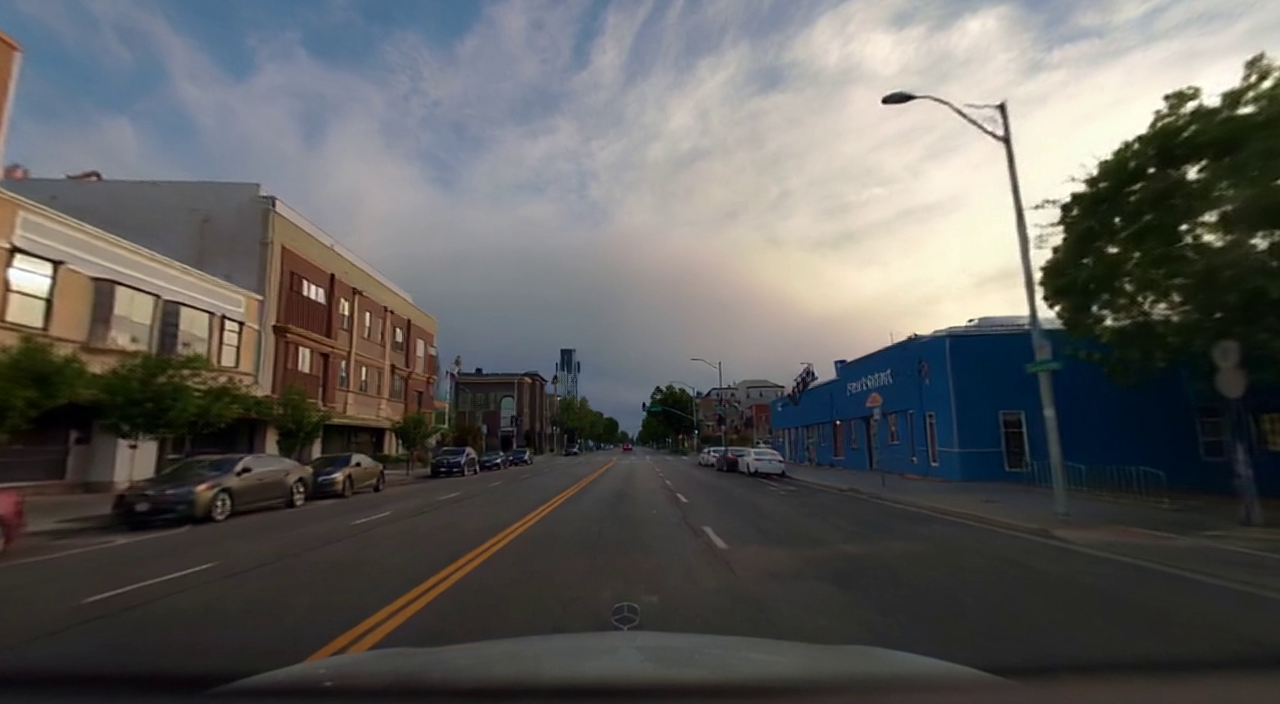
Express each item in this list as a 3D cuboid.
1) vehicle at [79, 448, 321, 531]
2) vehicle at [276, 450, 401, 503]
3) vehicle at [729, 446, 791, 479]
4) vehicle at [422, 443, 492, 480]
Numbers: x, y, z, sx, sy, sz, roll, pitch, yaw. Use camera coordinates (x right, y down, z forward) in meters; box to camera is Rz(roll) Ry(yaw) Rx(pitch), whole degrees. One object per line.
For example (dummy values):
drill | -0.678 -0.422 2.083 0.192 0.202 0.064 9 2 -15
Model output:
vehicle | -10.079 3.136 15.206 1.995 1.564 5.321 0 -8 0
vehicle | -9.672 3.991 20.748 2.021 1.482 4.601 0 -8 -3
vehicle | 6.012 5.571 32.270 2.038 1.482 4.994 0 -8 -2
vehicle | -10.003 5.981 35.056 2.228 1.863 5.407 0 -8 1
